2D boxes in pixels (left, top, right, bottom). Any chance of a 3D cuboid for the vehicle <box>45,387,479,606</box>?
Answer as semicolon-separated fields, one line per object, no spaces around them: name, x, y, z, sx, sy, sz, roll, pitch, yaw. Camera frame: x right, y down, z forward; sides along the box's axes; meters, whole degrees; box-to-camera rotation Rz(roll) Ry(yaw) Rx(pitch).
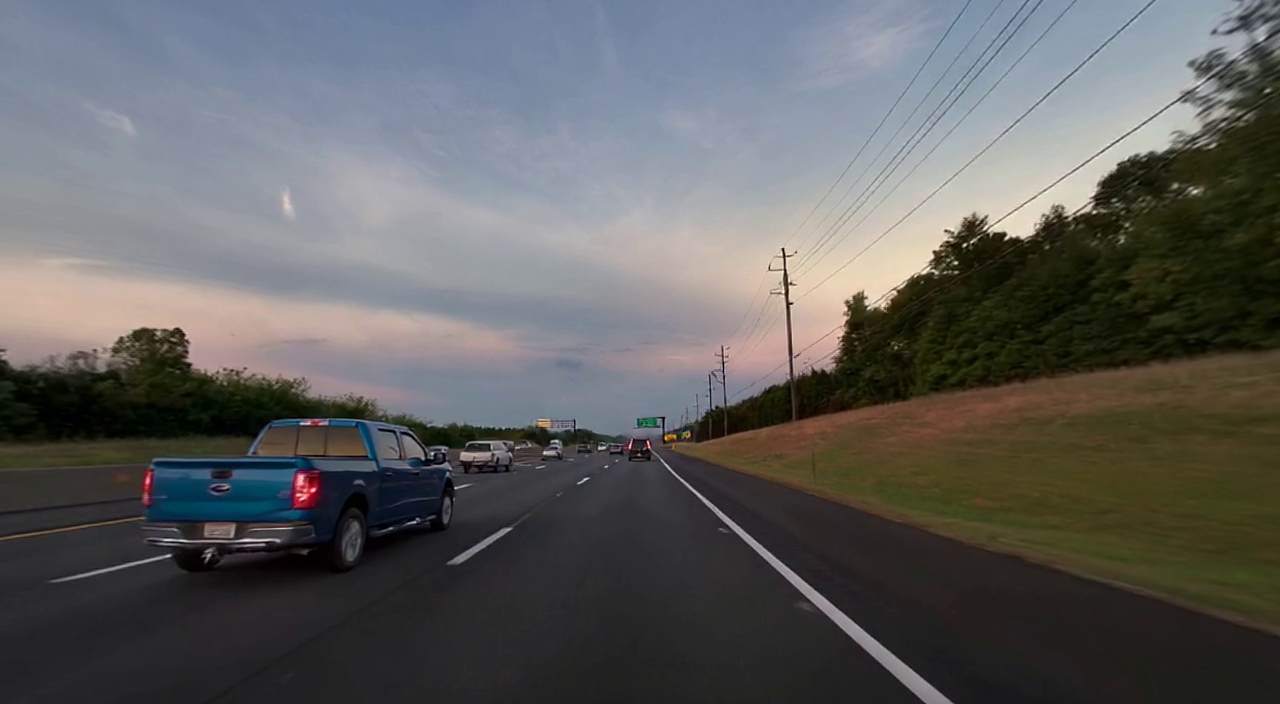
vehicle;-3.825;1.586;7.964;2.204;1.812;5.289;0;-8;0

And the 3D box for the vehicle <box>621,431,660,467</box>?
vehicle;-0.016;6.242;40.790;2.358;2.144;4.713;0;-8;-1
